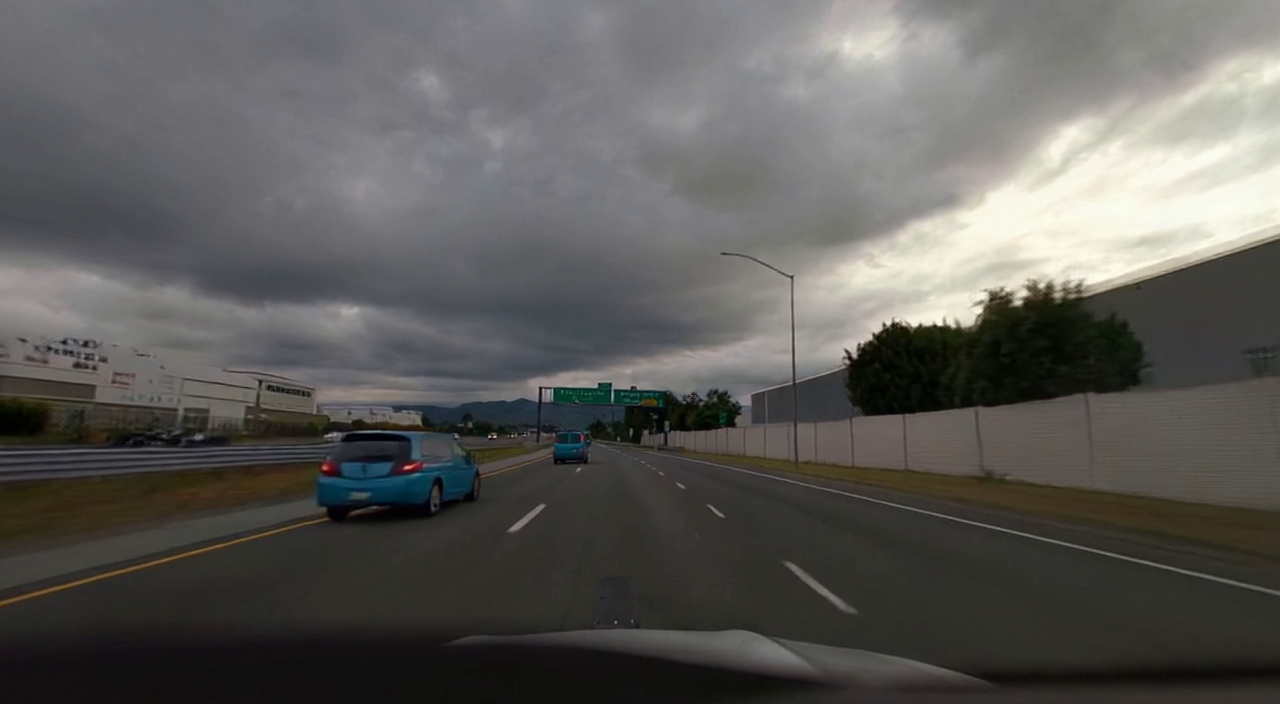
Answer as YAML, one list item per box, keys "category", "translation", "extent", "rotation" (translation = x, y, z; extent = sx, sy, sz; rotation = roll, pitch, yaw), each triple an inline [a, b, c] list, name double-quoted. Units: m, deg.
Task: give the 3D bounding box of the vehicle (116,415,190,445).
- category: "vehicle"
  translation: [-37.845, 6.036, 49.046]
  extent: [2.103, 2.009, 4.997]
  rotation: [6, -7, -7]

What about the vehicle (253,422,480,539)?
- category: "vehicle"
  translation: [-4.247, 2.045, 10.670]
  extent: [2.045, 1.547, 4.162]
  rotation: [0, -8, -1]

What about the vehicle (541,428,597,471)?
- category: "vehicle"
  translation: [-3.417, 4.790, 31.147]
  extent: [2.260, 1.901, 4.665]
  rotation: [-1, -8, -1]
